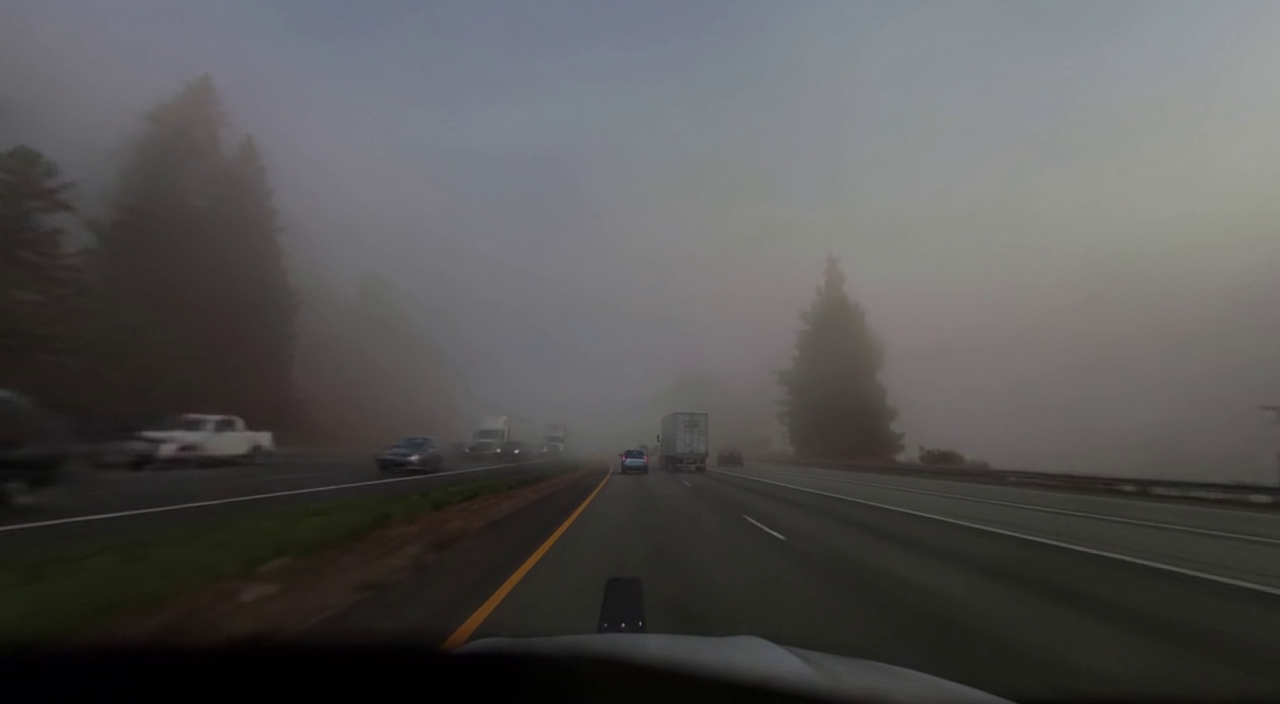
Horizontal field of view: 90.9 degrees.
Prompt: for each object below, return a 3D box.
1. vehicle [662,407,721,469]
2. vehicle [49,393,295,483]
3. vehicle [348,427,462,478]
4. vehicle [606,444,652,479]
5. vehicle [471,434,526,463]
[{"bbox_3d":[3.551,6.586,47.300,2.931,4.009,12.800,0,-9,-2],"label":"vehicle"},{"bbox_3d":[-11.748,2.298,16.548,2.299,1.960,5.379,0,-9,0],"label":"vehicle"},{"bbox_3d":[-7.327,3.221,20.191,2.013,1.439,4.317,0,-9,0],"label":"vehicle"},{"bbox_3d":[-0.553,5.371,31.139,2.111,1.599,3.859,0,-9,-1],"label":"vehicle"},{"bbox_3d":[-7.775,5.372,35.161,1.958,1.489,4.997,0,-9,-1],"label":"vehicle"}]
